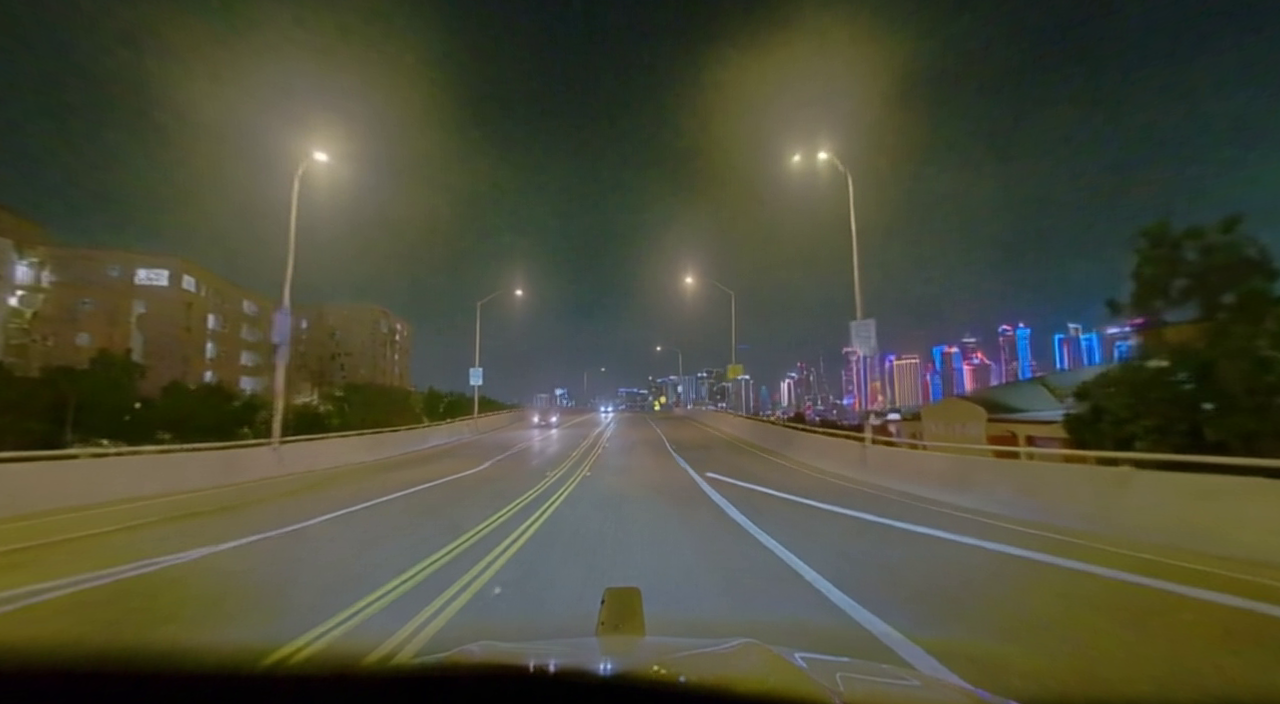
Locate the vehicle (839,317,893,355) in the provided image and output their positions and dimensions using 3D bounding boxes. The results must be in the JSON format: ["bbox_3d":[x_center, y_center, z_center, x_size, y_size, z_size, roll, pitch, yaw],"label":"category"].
[{"bbox_3d":[13.549,-0.896,38.149,1.779,1.489,3.734,2,-11,-2],"label":"vehicle"}]

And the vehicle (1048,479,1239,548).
[{"bbox_3d":[13.815,4.410,17.678,1.809,1.497,3.837,-2,-10,-7],"label":"vehicle"}]

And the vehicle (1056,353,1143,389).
[{"bbox_3d":[27.297,1.131,37.604,3.698,1.510,1.672,-4,-14,-2],"label":"vehicle"}]
